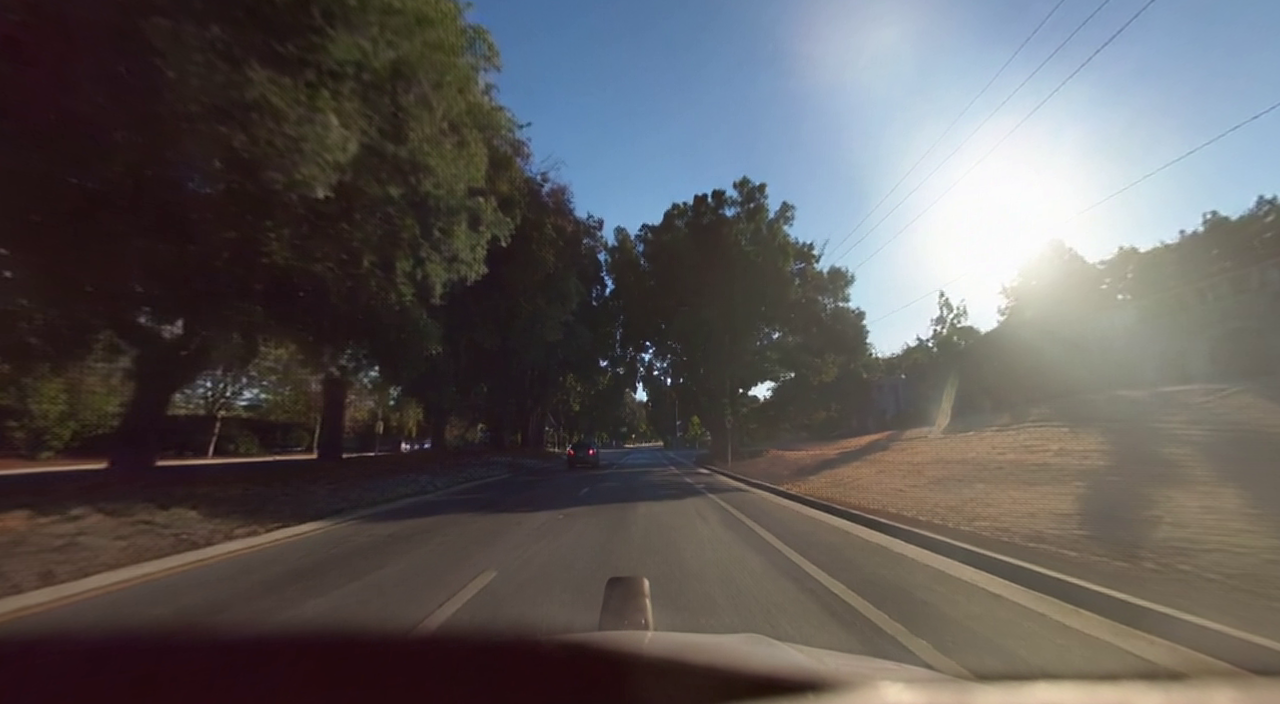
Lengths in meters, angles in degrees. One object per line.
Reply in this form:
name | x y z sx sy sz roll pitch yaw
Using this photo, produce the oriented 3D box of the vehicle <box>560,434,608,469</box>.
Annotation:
vehicle | -2.833 5.146 32.820 2.016 1.694 4.335 0 -8 1
